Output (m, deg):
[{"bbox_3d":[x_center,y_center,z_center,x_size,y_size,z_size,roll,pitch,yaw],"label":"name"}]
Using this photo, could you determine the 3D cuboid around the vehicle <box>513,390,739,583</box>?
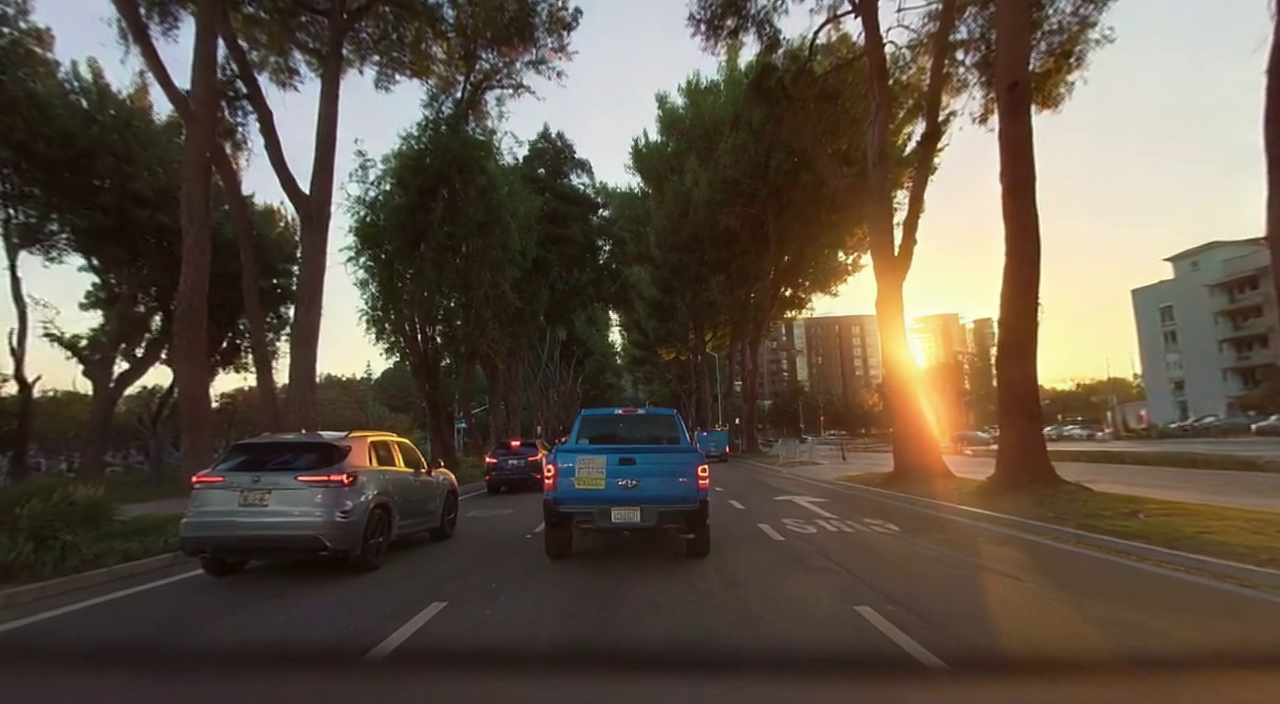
[{"bbox_3d":[-0.115,1.539,7.896,2.075,1.770,4.018,0,-8,0],"label":"vehicle"}]

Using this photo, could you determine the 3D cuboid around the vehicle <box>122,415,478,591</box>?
[{"bbox_3d":[-3.771,1.743,8.248,1.959,1.614,4.676,0,-8,1],"label":"vehicle"}]
